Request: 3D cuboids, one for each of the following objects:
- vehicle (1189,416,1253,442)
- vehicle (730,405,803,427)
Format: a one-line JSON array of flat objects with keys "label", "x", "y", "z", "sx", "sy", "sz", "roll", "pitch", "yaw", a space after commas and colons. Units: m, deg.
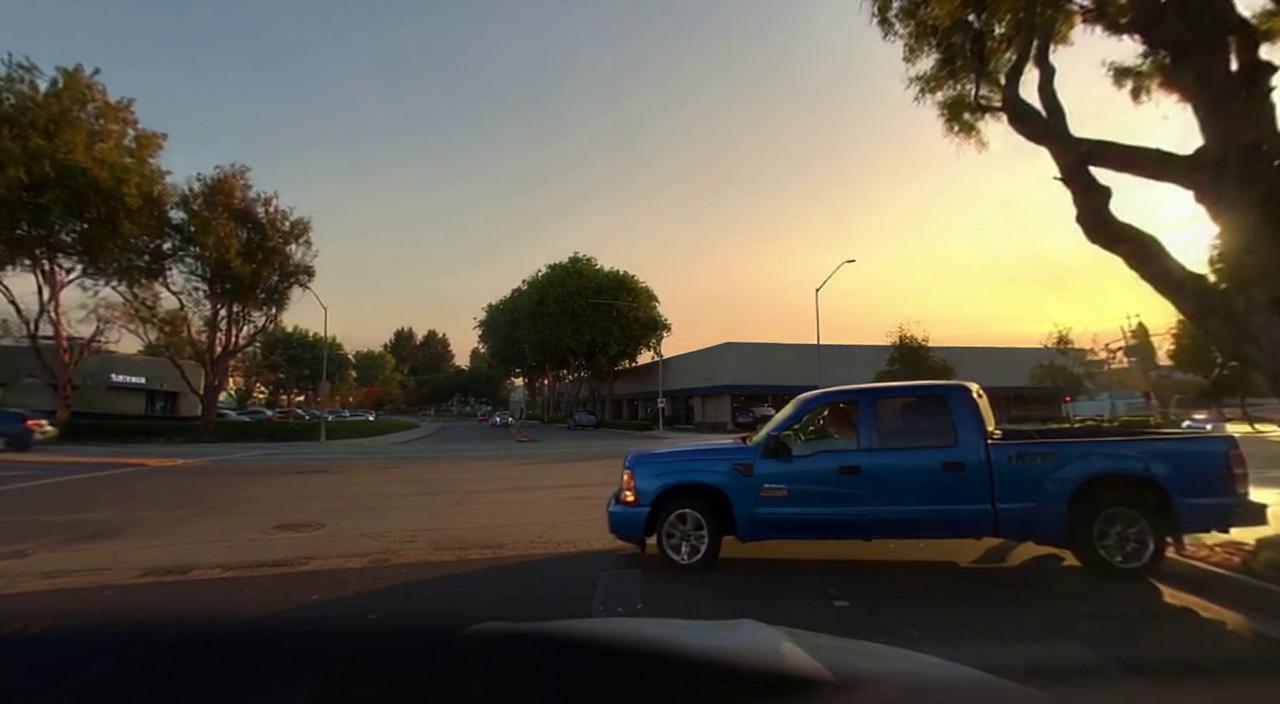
[{"label": "vehicle", "x": 43.267, "y": 5.752, "z": 46.703, "sx": 5.333, "sy": 1.837, "sz": 2.124, "roll": 5, "pitch": -10, "yaw": -34}, {"label": "vehicle", "x": 8.927, "y": 4.527, "z": 44.385, "sx": 4.674, "sy": 1.483, "sz": 1.745, "roll": 1, "pitch": -8, "yaw": -7}]
